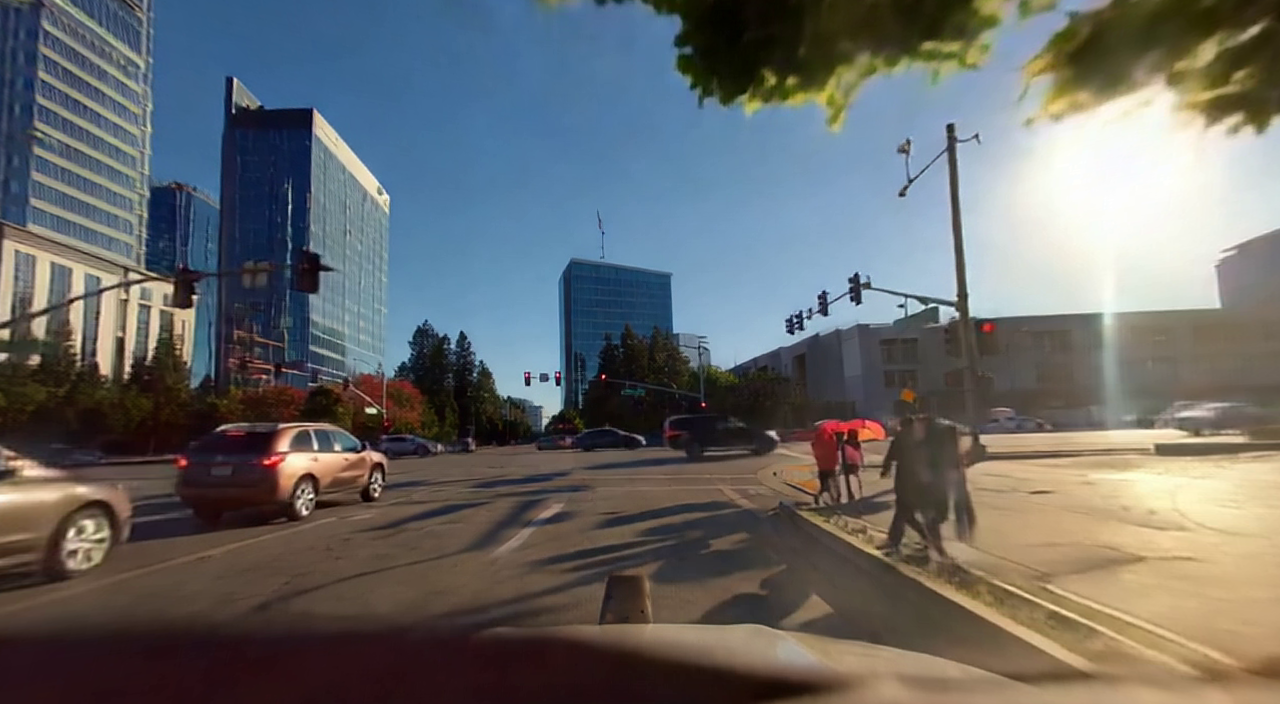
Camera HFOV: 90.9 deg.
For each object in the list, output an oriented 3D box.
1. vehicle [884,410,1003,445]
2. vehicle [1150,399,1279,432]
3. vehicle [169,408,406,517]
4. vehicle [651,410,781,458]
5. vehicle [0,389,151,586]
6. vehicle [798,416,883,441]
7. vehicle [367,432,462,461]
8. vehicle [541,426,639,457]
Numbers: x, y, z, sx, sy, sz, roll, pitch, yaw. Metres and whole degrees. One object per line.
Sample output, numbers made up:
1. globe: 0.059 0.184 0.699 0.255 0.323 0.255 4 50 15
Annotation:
1. vehicle: 13.745 3.467 28.763 4.429 1.489 1.773 -1 -8 6
2. vehicle: 28.442 3.150 30.982 4.836 1.508 1.875 -1 -8 6
3. vehicle: -6.383 2.060 12.232 1.785 1.678 4.729 -1 -8 1
4. vehicle: 3.101 3.422 26.128 5.084 1.824 2.050 -1 -8 6
5. vehicle: -6.682 1.128 5.037 1.967 1.741 4.385 0 -8 0
6. vehicle: 12.881 4.952 40.727 4.906 1.485 1.857 -1 -8 7
7. vehicle: -12.490 5.267 35.101 4.591 1.525 1.836 -1 -8 6
8. vehicle: -2.373 4.397 30.798 4.515 1.422 1.802 -1 -8 4
